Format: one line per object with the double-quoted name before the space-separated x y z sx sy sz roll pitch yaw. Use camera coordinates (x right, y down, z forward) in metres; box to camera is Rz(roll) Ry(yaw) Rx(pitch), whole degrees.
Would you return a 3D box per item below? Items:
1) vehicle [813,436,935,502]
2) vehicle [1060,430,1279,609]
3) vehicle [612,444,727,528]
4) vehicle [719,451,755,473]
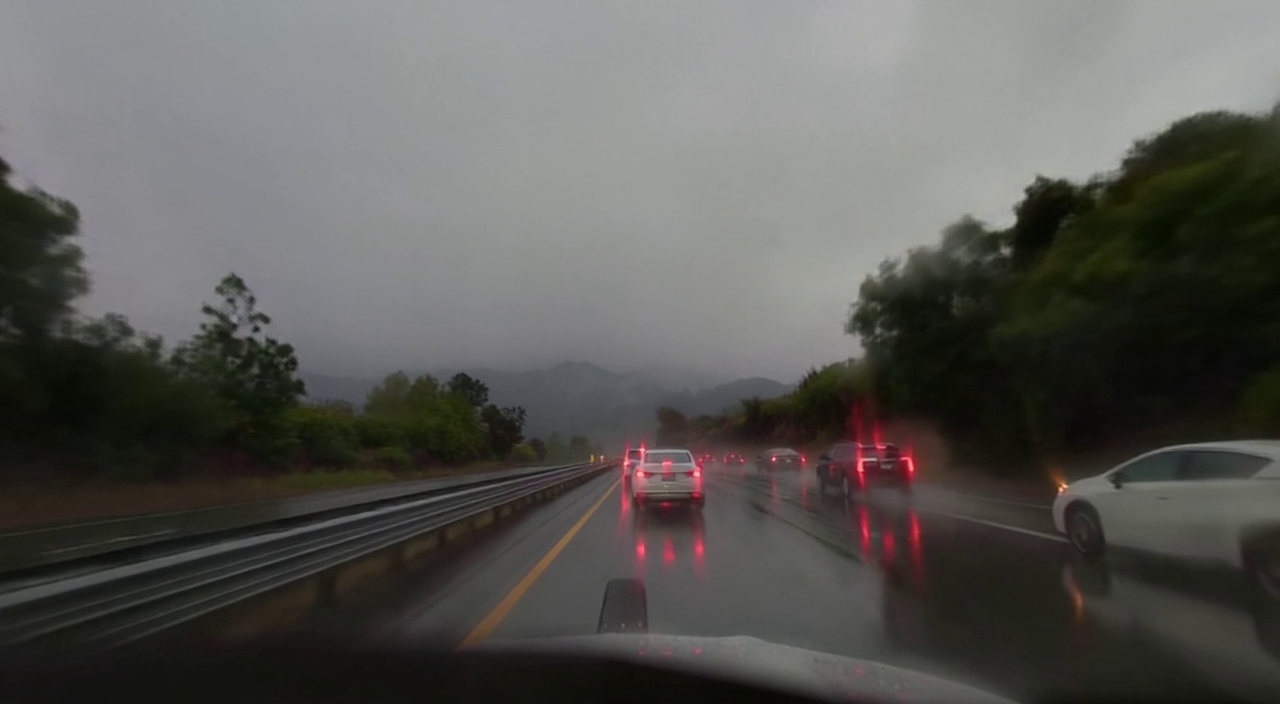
"vehicle" 6.789 3.444 18.869 1.980 1.702 4.235 0 -9 0
"vehicle" 6.354 1.501 5.916 1.965 1.484 4.090 0 -9 0
"vehicle" 0.552 2.738 13.373 2.076 1.485 3.774 0 -9 0
"vehicle" 6.765 7.727 44.382 1.921 1.451 3.841 0 -9 0
